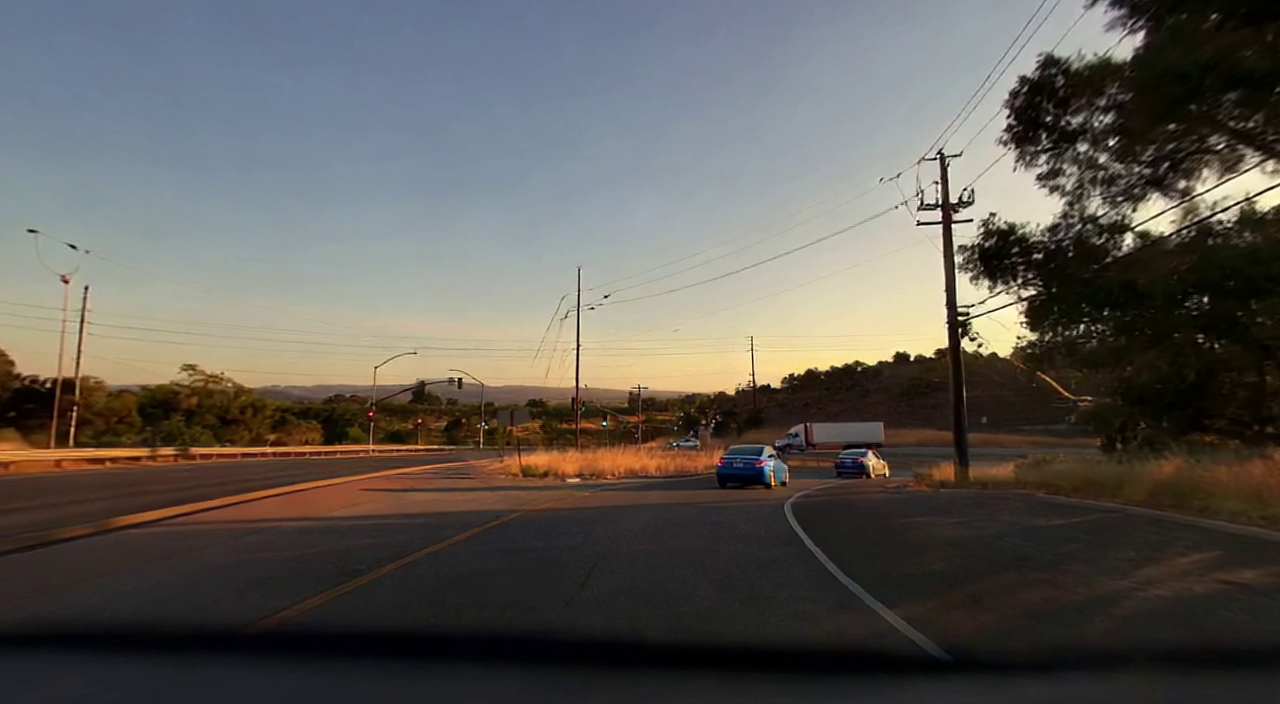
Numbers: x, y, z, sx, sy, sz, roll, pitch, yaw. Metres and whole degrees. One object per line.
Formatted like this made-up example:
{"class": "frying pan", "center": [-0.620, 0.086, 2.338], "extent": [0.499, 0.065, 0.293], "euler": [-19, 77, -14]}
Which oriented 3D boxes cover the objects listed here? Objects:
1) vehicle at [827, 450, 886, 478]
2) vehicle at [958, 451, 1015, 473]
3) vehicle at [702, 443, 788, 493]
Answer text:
{"class": "vehicle", "center": [12.588, 6.421, 36.541], "extent": [1.836, 1.465, 4.307], "euler": [-7, -10, 38]}
{"class": "vehicle", "center": [26.375, 8.336, 47.933], "extent": [4.102, 1.552, 1.931], "euler": [5, -10, -32]}
{"class": "vehicle", "center": [3.526, 3.679, 20.509], "extent": [2.026, 1.407, 4.374], "euler": [-3, -9, 19]}
